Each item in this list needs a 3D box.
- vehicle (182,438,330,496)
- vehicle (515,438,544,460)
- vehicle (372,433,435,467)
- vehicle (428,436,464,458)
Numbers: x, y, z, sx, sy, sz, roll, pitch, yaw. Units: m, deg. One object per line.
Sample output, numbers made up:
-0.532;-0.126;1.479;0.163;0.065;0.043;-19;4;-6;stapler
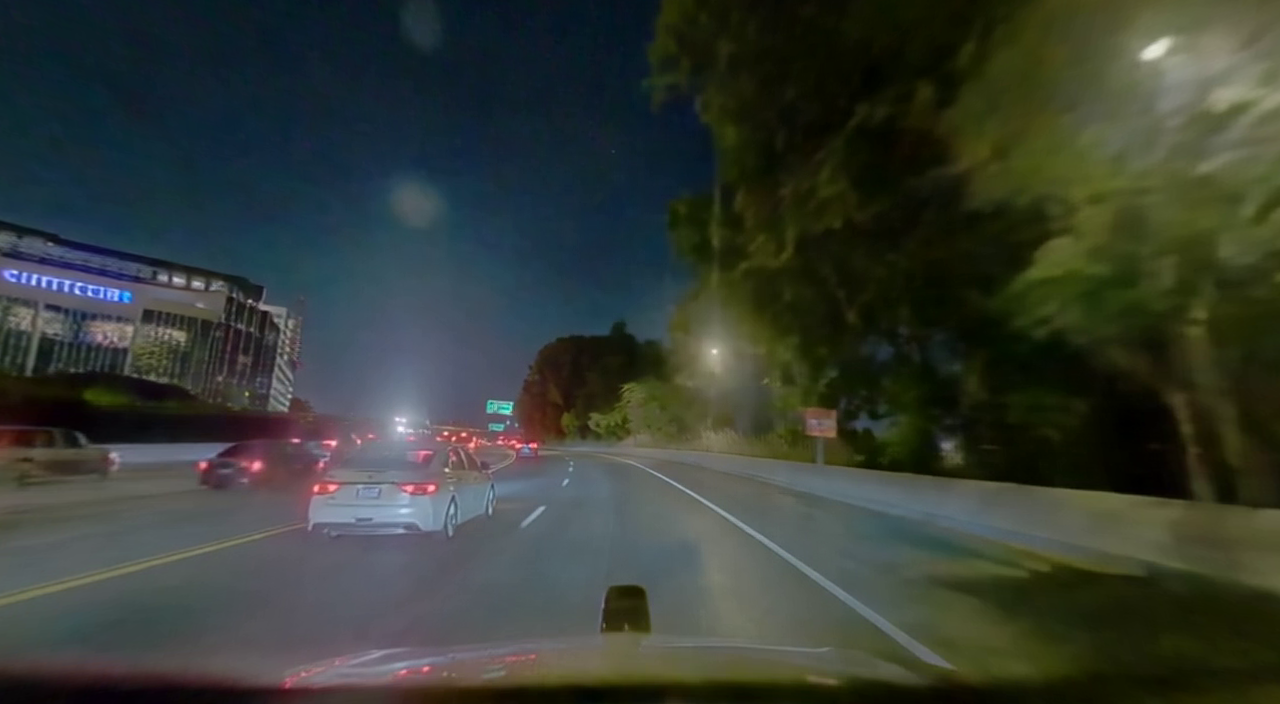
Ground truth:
-10.931;3.266;18.350;1.902;1.468;4.103;0;-8;-4;vehicle
-7.933;7.009;45.522;1.885;1.469;4.211;1;-8;-8;vehicle
-12.702;5.280;34.186;2.028;1.675;4.870;1;-8;-6;vehicle
-14.381;7.106;46.998;1.897;1.538;4.033;1;-9;-8;vehicle
